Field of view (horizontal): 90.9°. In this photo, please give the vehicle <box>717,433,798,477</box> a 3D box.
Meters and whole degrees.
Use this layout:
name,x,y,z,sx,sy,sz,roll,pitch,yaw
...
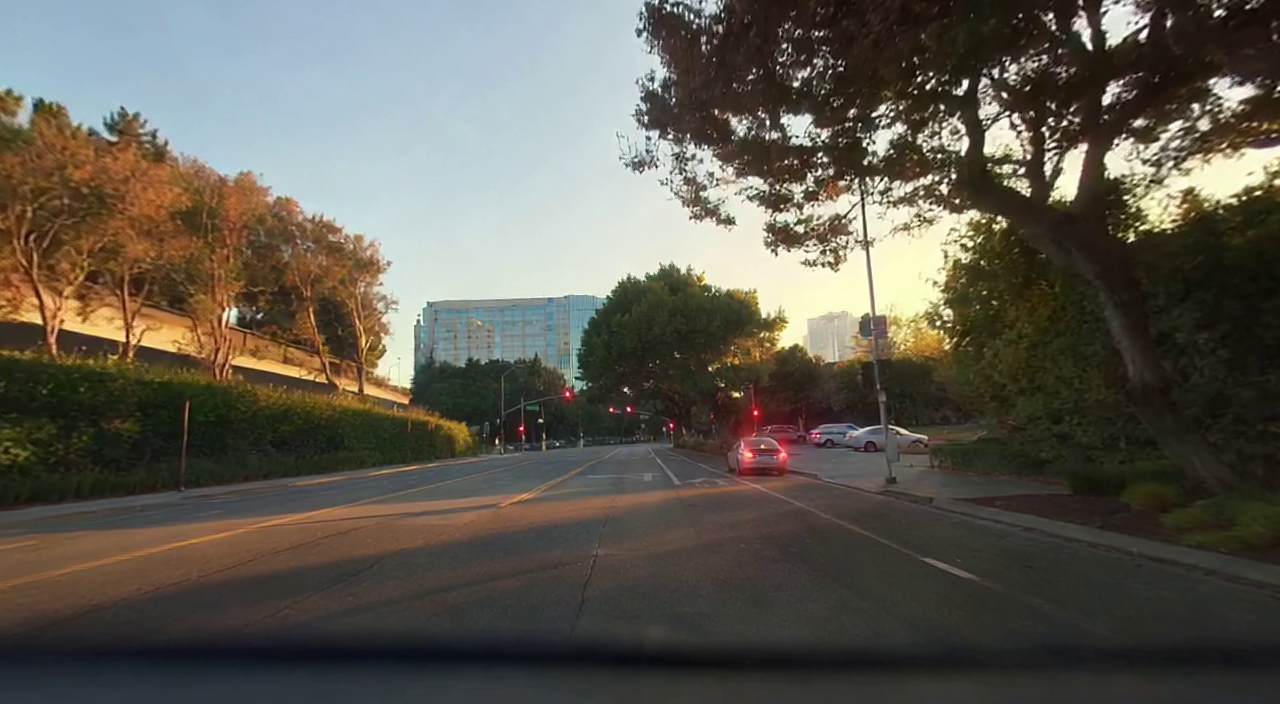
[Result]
name,x,y,z,sx,sy,sz,roll,pitch,yaw
vehicle,4.215,3.791,23.356,2.006,1.448,4.671,0,-8,-1

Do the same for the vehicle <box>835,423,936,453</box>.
name,x,y,z,sx,sy,sz,roll,pitch,yaw
vehicle,12.116,4.271,31.302,4.227,1.451,1.874,0,-7,1
